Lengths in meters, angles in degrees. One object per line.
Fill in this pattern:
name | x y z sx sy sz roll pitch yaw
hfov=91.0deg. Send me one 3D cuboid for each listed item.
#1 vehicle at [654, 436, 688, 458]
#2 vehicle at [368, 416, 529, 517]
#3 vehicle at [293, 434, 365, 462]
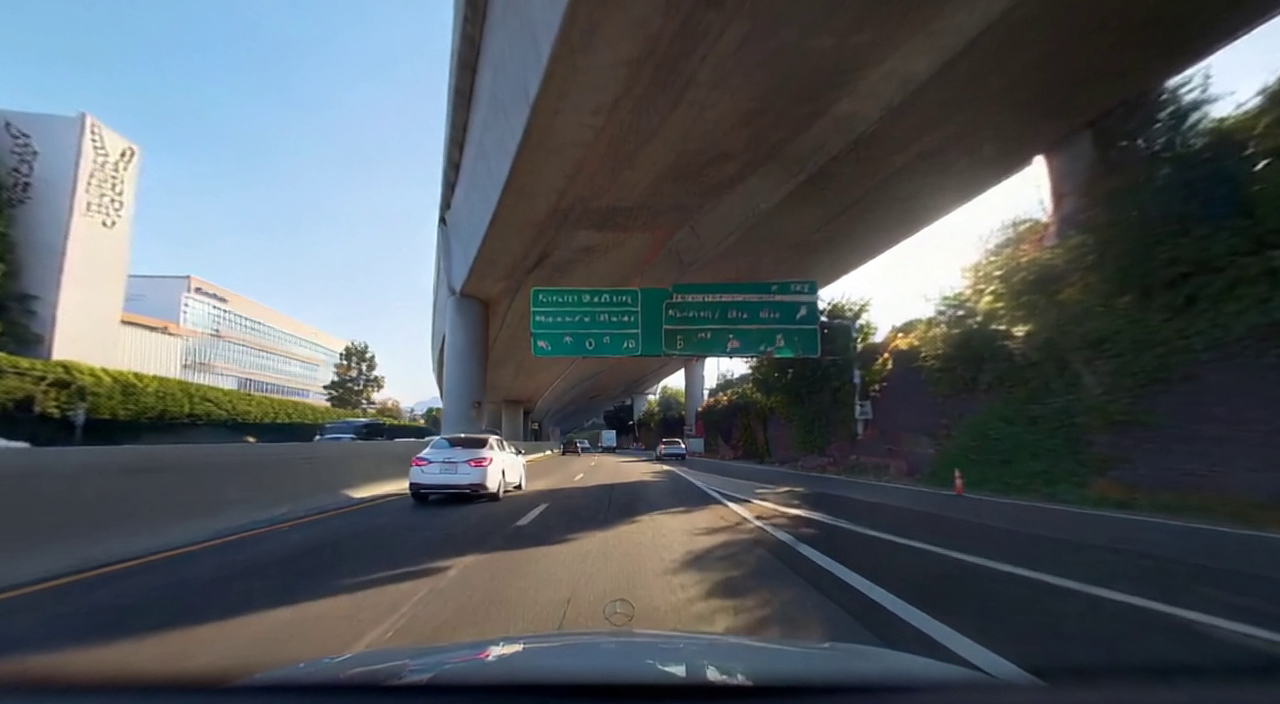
vehicle | 2.326 7.388 49.039 2.078 1.608 3.982 1 -8 -6
vehicle | -3.747 2.314 13.273 2.080 1.733 4.410 0 -8 -1
vehicle | -18.208 5.645 37.106 2.048 1.538 4.632 0 -8 -2
